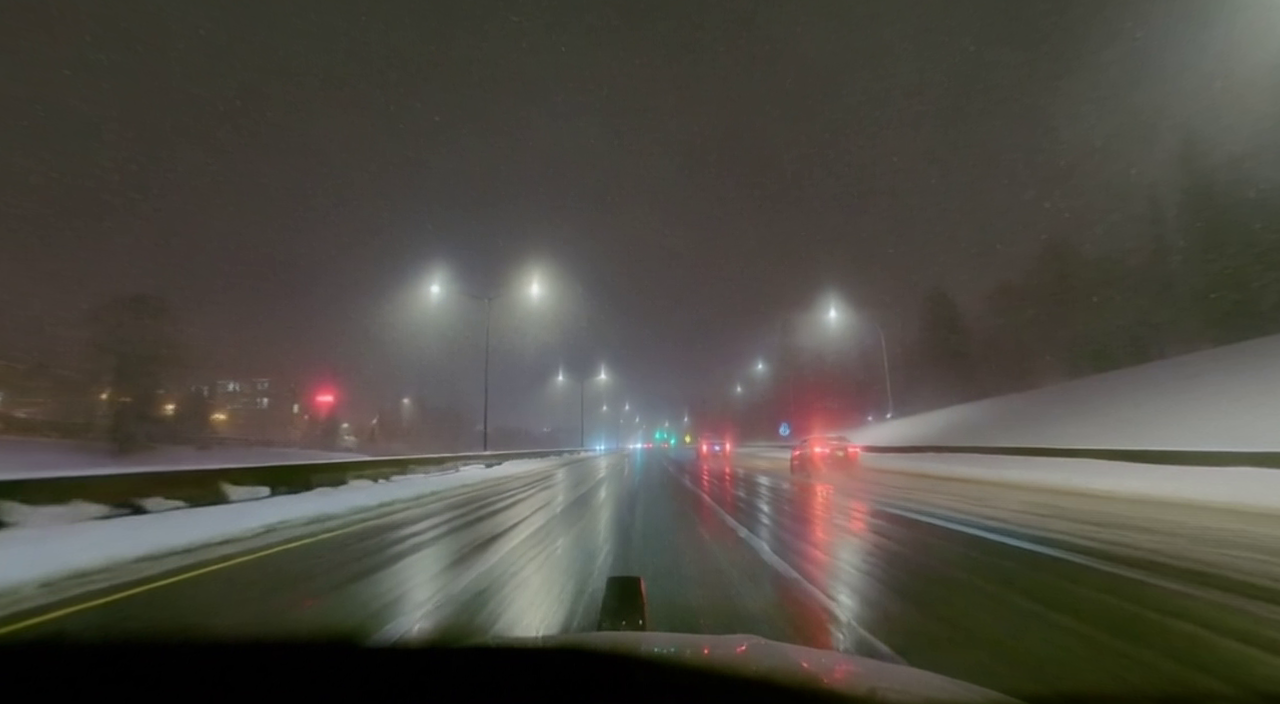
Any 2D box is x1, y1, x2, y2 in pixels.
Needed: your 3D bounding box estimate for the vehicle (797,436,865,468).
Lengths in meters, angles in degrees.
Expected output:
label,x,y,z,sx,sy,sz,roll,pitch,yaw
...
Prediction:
label,x,y,z,sx,sy,sz,roll,pitch,yaw
vehicle,9.839,5.176,32.824,2.000,1.514,4.585,0,-9,-1
